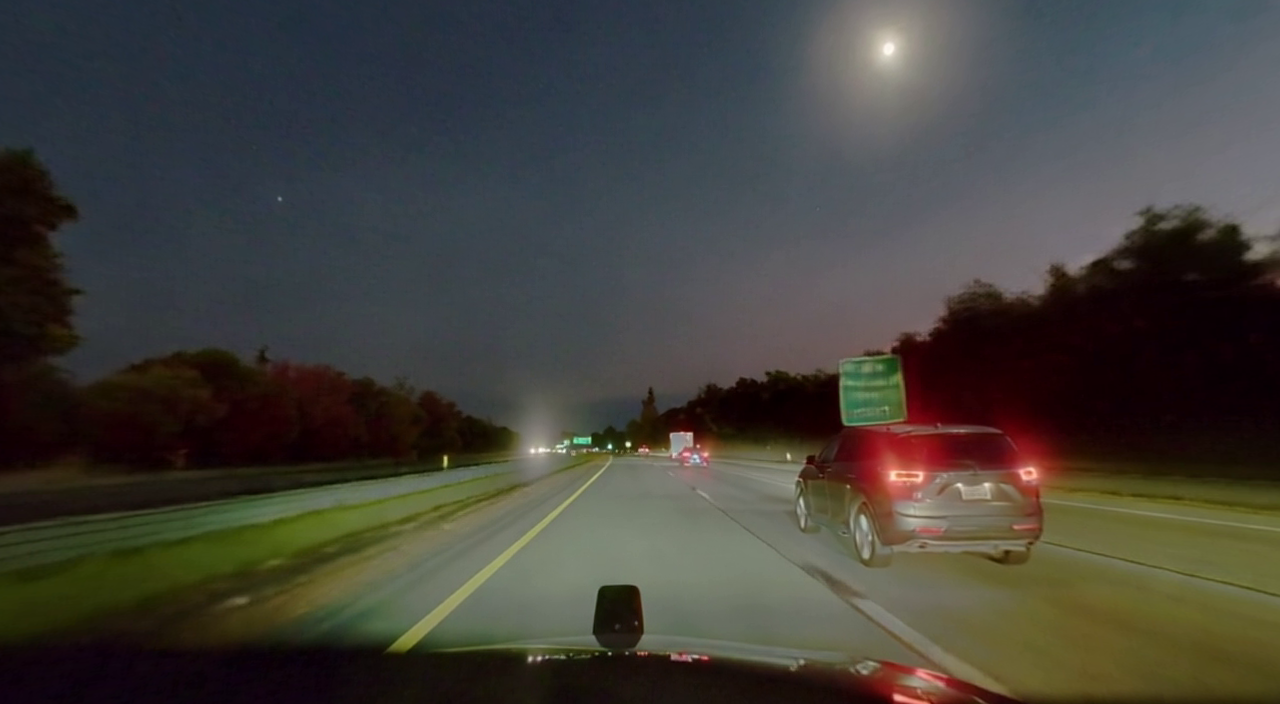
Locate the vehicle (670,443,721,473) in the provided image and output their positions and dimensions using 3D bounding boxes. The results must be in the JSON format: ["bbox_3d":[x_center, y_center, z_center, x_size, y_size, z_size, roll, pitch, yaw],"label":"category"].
[{"bbox_3d":[3.005,5.870,34.874,2.244,1.498,4.338,0,-9,-3],"label":"vehicle"}]
